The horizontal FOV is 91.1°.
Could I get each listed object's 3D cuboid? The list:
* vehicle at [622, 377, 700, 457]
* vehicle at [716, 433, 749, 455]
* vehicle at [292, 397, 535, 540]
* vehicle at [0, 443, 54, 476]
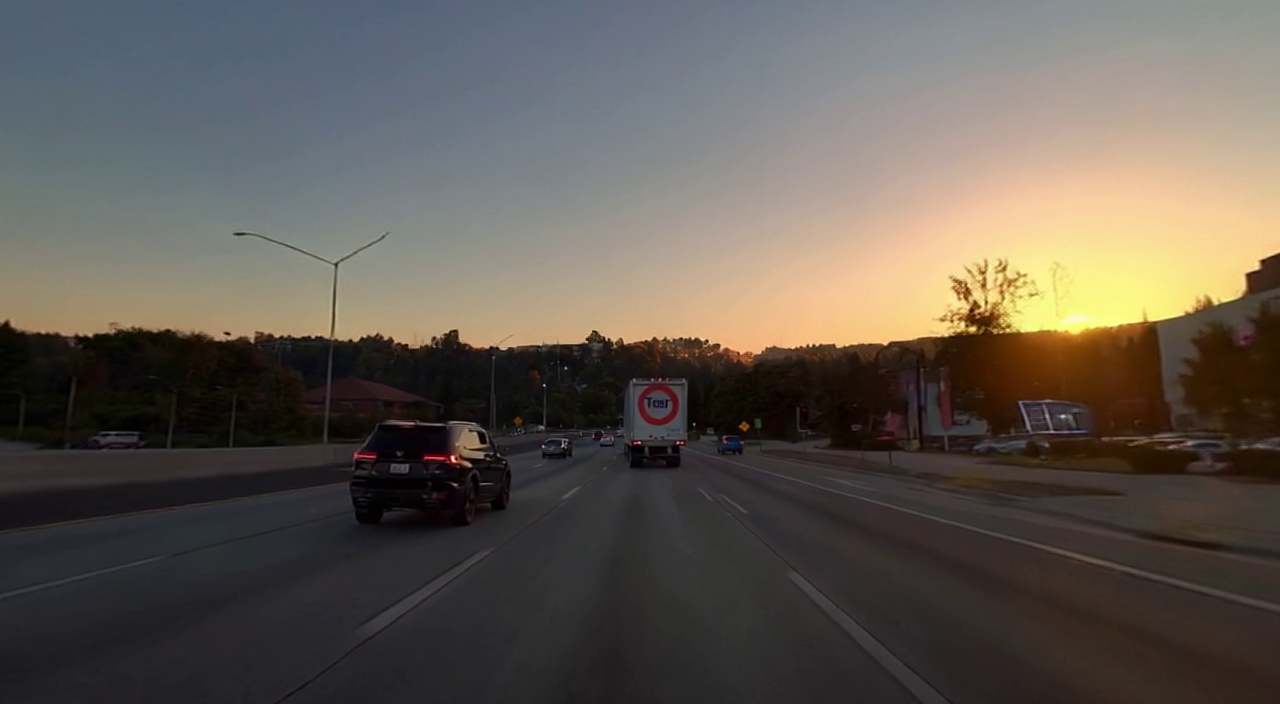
[{"bbox_3d":[1.730,4.137,39.797,3.657,4.173,13.731,-1,-6,7],"label":"vehicle"},{"bbox_3d":[7.297,7.333,49.891,1.958,1.681,4.109,0,-8,-1],"label":"vehicle"},{"bbox_3d":[-3.337,1.863,10.601,2.178,1.826,4.933,0,-8,1],"label":"vehicle"},{"bbox_3d":[-34.817,6.038,35.487,2.261,1.730,4.674,7,-11,-42],"label":"vehicle"}]
